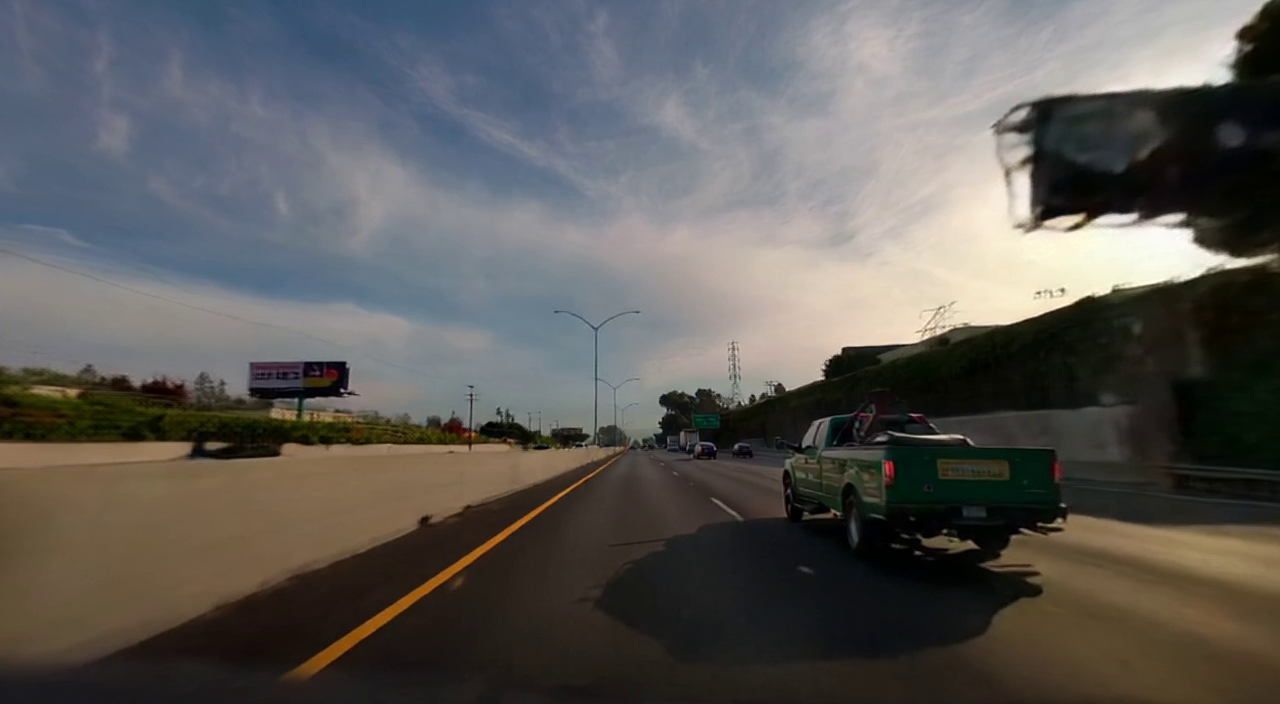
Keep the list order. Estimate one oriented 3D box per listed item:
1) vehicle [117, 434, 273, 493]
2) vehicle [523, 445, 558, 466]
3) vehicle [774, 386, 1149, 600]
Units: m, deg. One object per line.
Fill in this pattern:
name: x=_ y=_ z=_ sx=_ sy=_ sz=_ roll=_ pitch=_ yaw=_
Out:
vehicle: x=-17.633 y=4.428 z=25.540 sx=2.289 sy=2.077 sz=5.418 roll=0 pitch=-8 yaw=1
vehicle: x=-7.770 y=8.094 z=49.610 sx=2.035 sy=1.508 sz=3.950 roll=0 pitch=-8 yaw=0
vehicle: x=3.073 y=1.468 z=7.397 sx=1.973 sy=1.710 sz=4.476 roll=0 pitch=-9 yaw=-1
